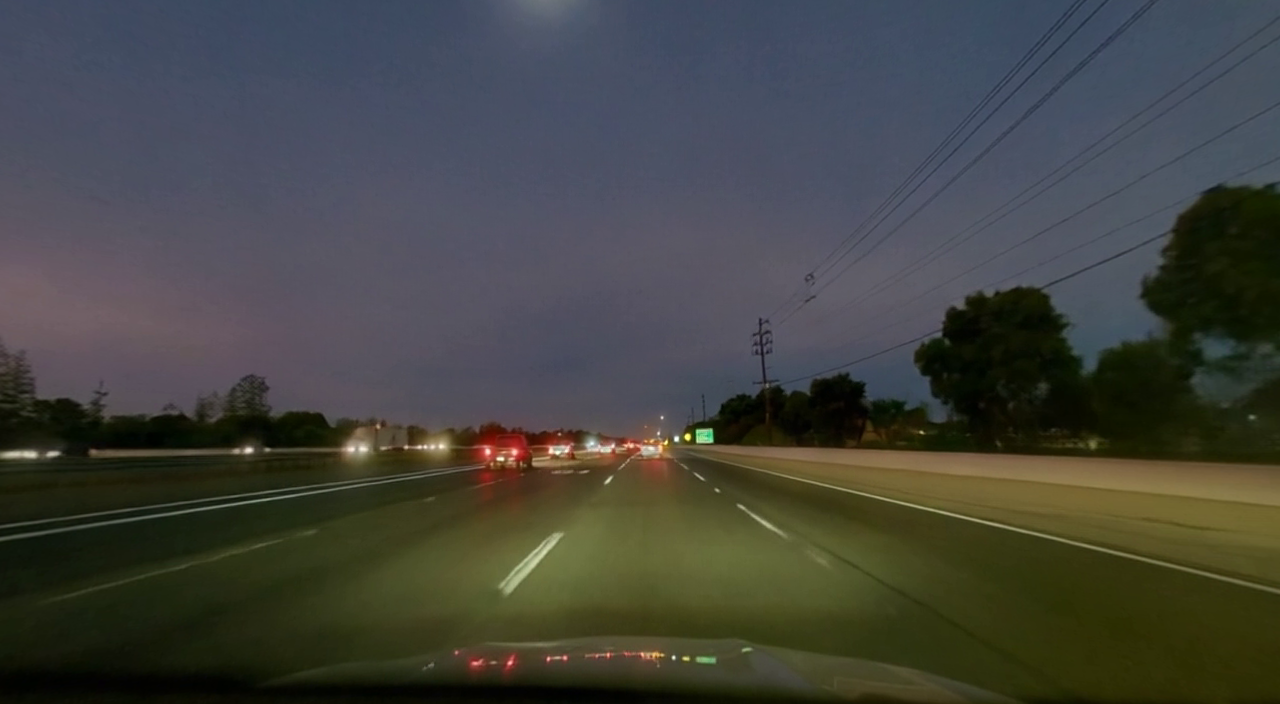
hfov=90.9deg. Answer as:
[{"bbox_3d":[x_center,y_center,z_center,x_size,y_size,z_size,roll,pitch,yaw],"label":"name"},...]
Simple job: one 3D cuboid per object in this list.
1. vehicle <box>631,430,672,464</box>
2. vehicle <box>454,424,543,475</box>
[{"bbox_3d":[0.686,6.084,40.450,2.448,2.025,5.193,0,-8,0],"label":"vehicle"},{"bbox_3d":[-6.156,4.375,28.456,2.460,1.992,6.474,0,-8,1],"label":"vehicle"}]
